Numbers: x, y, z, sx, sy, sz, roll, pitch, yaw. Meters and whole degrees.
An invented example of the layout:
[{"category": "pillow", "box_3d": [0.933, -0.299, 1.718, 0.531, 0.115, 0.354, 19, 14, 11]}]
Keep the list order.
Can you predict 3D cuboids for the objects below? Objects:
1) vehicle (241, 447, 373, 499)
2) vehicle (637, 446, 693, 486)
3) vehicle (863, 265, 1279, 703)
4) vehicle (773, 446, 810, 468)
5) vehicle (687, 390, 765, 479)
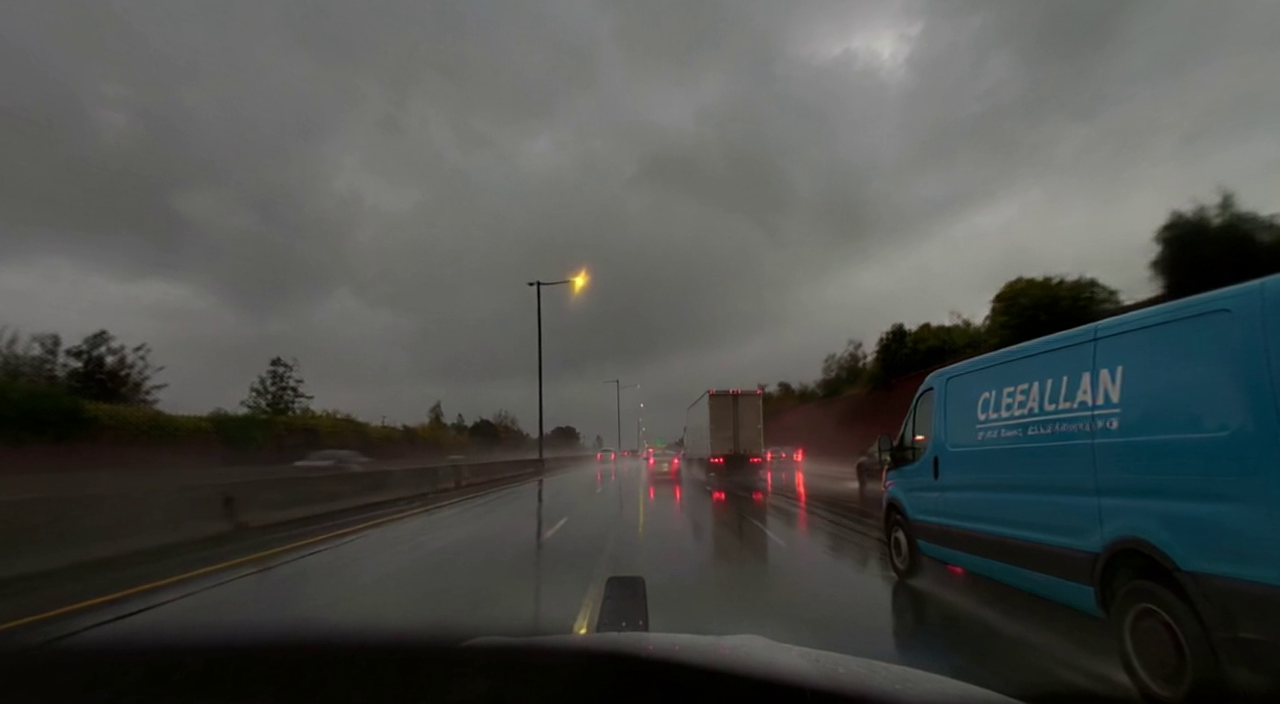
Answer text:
[{"category": "vehicle", "box_3d": [-12.001, 4.369, 23.215, 2.115, 1.685, 4.831, 0, -9, 1]}, {"category": "vehicle", "box_3d": [0.936, 4.567, 25.645, 2.063, 1.469, 4.208, 0, -9, 0]}, {"category": "vehicle", "box_3d": [3.709, 0.924, 4.058, 2.441, 2.017, 5.739, 0, -9, 0]}, {"category": "vehicle", "box_3d": [11.329, 7.850, 47.394, 1.870, 1.525, 3.680, 0, -9, 0]}, {"category": "vehicle", "box_3d": [4.469, 4.776, 35.598, 2.821, 4.077, 12.562, 0, -9, 1]}]
